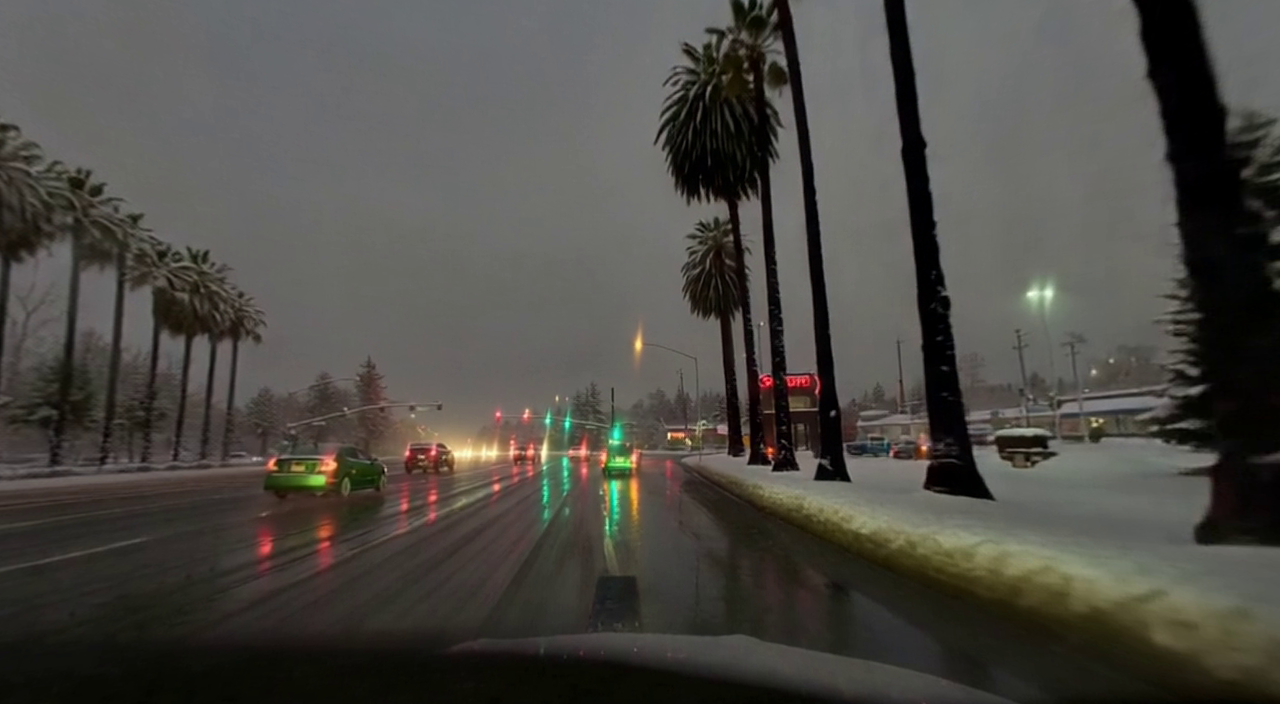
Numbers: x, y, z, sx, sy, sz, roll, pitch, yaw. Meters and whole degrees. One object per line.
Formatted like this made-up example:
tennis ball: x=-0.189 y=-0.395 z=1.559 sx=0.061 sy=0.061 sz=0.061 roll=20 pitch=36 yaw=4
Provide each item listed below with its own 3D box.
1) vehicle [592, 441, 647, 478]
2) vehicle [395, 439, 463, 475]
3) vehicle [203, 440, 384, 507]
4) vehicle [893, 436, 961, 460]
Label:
vehicle: x=-0.806 y=4.733 z=28.004 sx=2.070 sy=1.493 sz=4.570 roll=-1 pitch=-9 yaw=3
vehicle: x=-10.767 y=5.394 z=32.700 sx=2.108 sy=1.669 sz=5.076 roll=1 pitch=-9 yaw=-4
vehicle: x=-8.548 y=3.022 z=16.177 sx=1.958 sy=1.455 sz=4.504 roll=0 pitch=-9 yaw=2
vehicle: x=19.097 y=6.472 z=42.285 sx=1.882 sy=1.463 sz=4.550 roll=1 pitch=-10 yaw=-8
